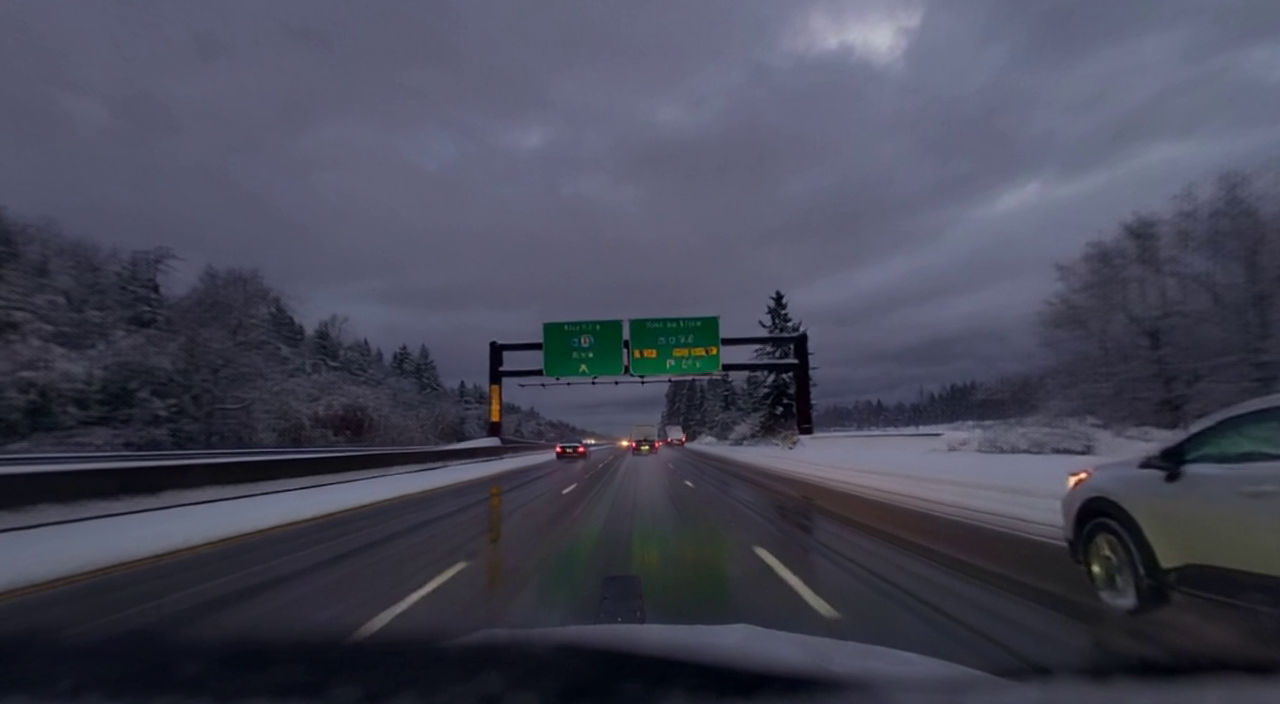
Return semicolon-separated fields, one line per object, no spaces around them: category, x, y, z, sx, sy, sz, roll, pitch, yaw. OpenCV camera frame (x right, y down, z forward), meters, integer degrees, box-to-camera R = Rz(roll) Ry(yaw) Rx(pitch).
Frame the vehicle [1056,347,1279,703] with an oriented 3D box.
vehicle;4.091;0.746;2.378;2.025;1.707;4.279;0;-8;-1

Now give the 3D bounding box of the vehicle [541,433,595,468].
vehicle;-3.526;4.899;31.454;2.066;1.561;4.495;0;-8;1

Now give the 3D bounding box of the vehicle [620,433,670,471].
vehicle;0.221;4.349;27.477;2.049;1.542;3.816;0;-8;1
